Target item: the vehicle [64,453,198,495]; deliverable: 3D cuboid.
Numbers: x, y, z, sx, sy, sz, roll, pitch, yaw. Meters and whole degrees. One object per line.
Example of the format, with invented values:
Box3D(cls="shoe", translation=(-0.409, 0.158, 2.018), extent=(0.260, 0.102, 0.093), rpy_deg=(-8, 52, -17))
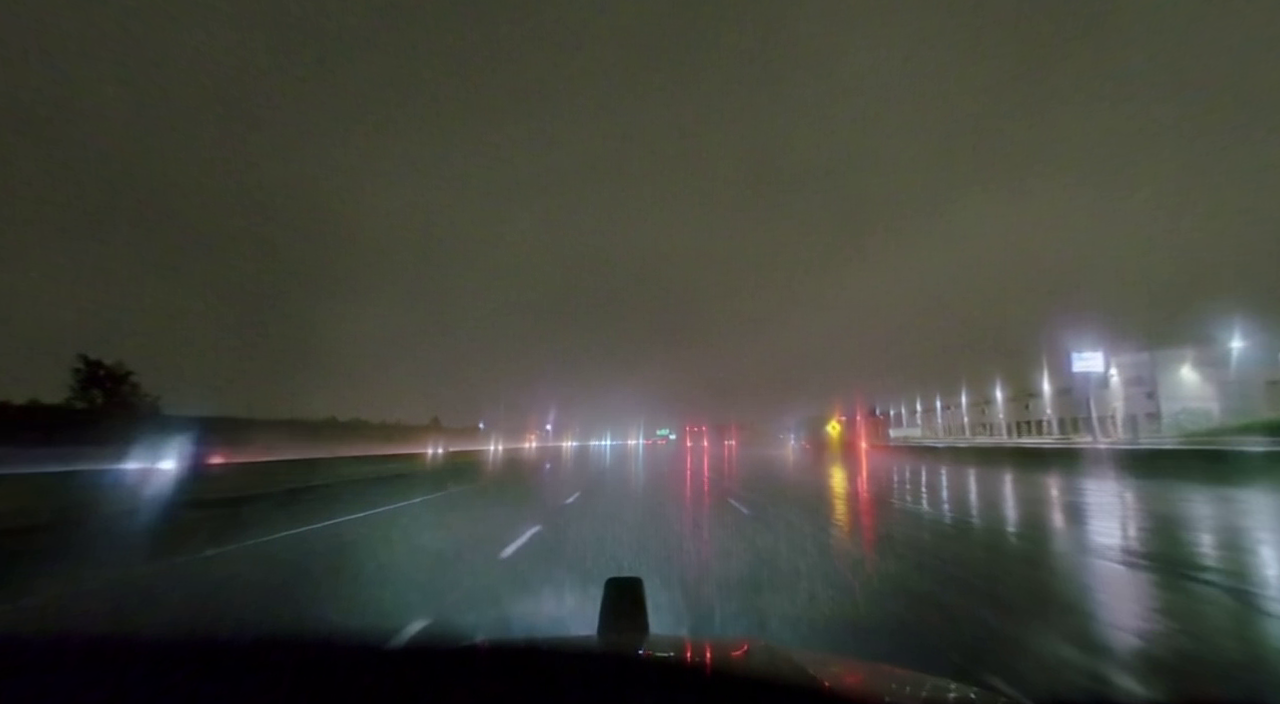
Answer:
Box3D(cls="vehicle", translation=(-20.403, 4.886, 25.574), extent=(1.831, 1.468, 4.299), rpy_deg=(0, -8, 0))
